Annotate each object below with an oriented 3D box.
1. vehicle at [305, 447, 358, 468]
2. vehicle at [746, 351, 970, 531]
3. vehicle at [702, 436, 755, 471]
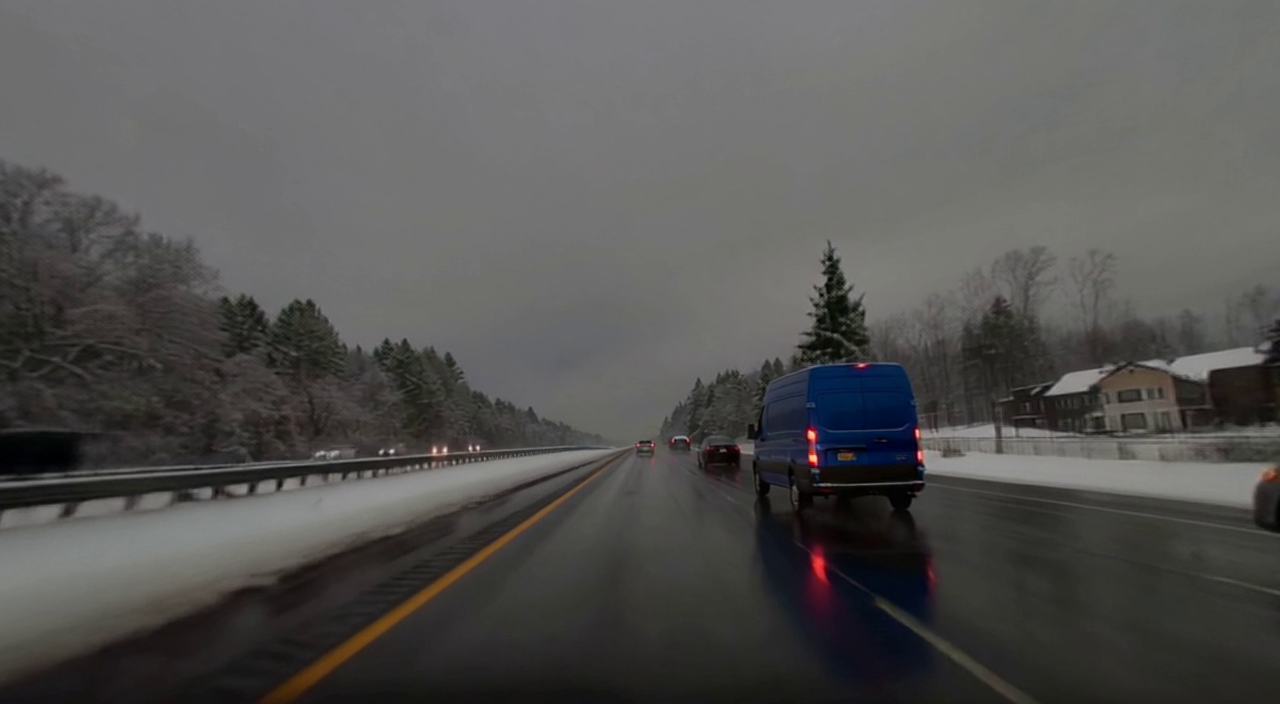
[{"bbox_3d":[-23.673,8.063,48.538,1.899,1.508,4.073,0,-8,1],"label":"vehicle"},{"bbox_3d":[3.742,1.751,12.411,2.302,2.670,5.912,0,-8,1],"label":"vehicle"},{"bbox_3d":[4.463,5.196,32.357,2.034,1.651,4.342,0,-8,-1],"label":"vehicle"}]
